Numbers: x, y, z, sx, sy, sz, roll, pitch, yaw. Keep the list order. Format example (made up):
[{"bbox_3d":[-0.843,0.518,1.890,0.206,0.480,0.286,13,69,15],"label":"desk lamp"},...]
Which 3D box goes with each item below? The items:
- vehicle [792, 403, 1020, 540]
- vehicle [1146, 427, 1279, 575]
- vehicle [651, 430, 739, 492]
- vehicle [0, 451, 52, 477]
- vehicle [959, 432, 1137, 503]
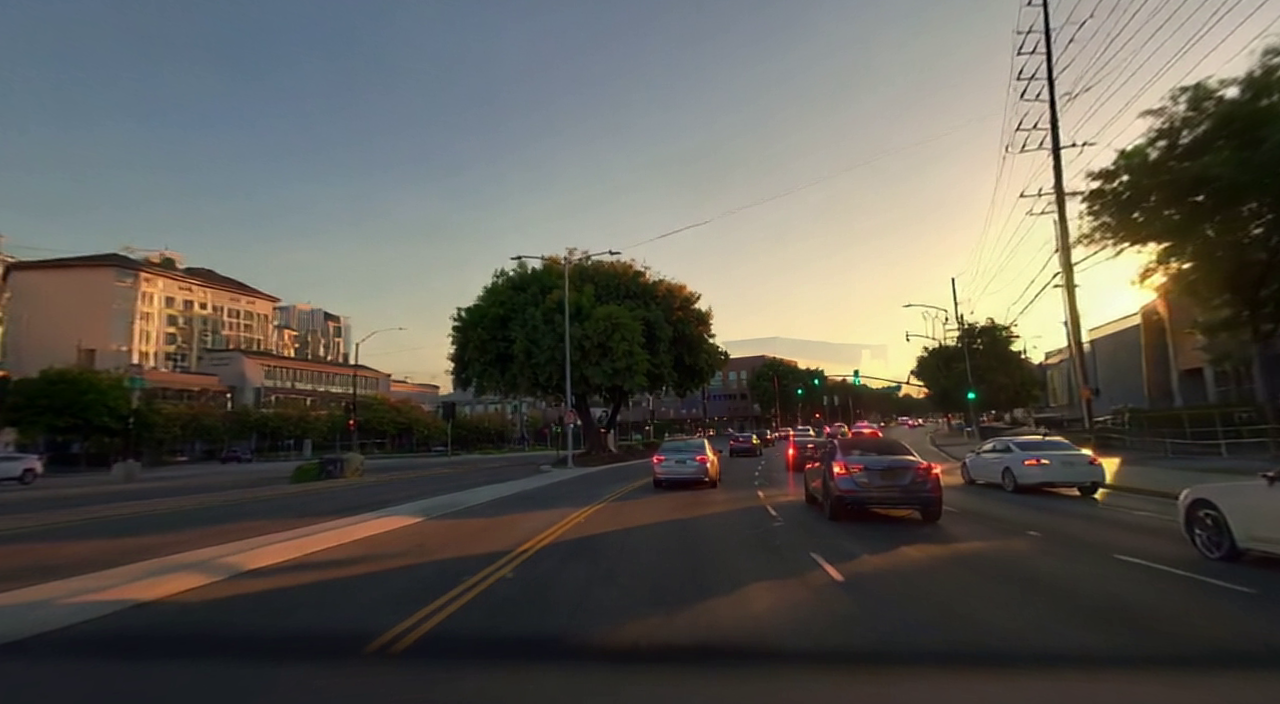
[{"bbox_3d":[4.142,1.963,10.937,2.119,1.810,4.848,-1,-9,4],"label":"vehicle"},{"bbox_3d":[7.334,1.406,5.718,1.866,1.471,4.478,0,-9,2],"label":"vehicle"},{"bbox_3d":[1.678,3.027,17.802,2.168,1.527,4.174,-1,-9,9],"label":"vehicle"},{"bbox_3d":[-39.720,7.122,40.277,4.848,1.498,2.009,-6,-10,35],"label":"vehicle"},{"bbox_3d":[9.759,2.782,15.610,1.882,1.463,4.543,-1,-9,8],"label":"vehicle"}]
